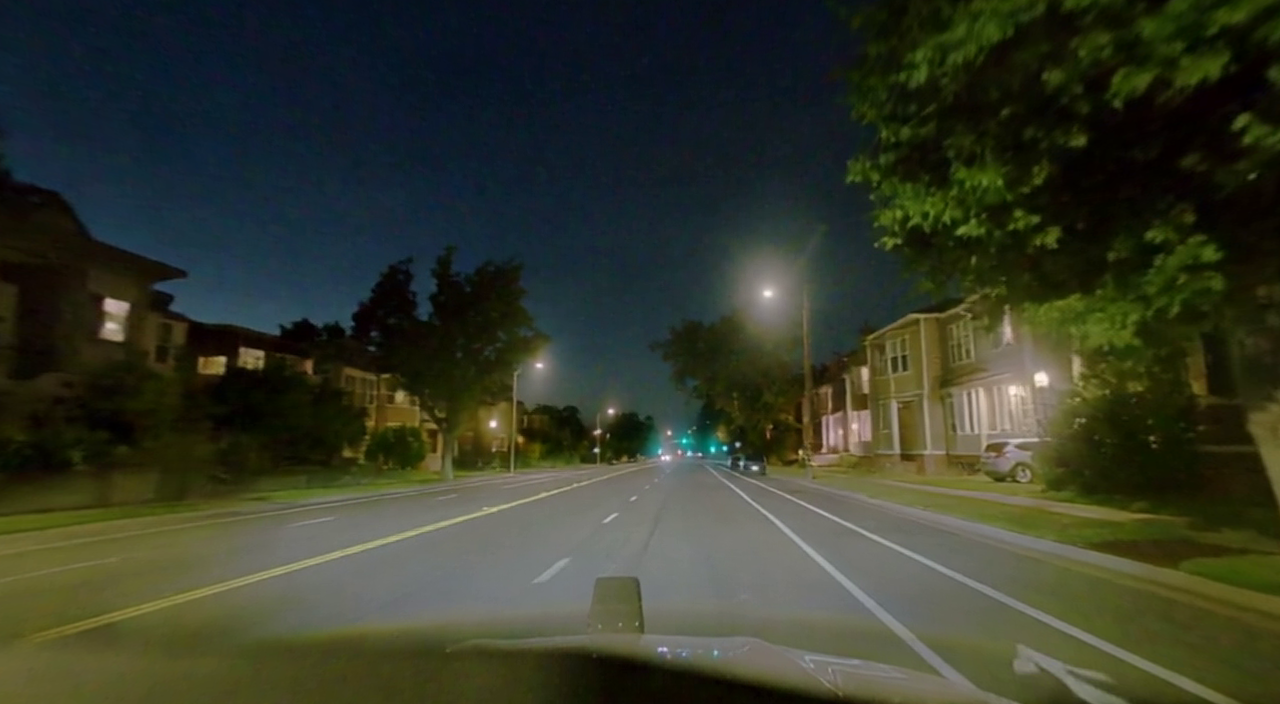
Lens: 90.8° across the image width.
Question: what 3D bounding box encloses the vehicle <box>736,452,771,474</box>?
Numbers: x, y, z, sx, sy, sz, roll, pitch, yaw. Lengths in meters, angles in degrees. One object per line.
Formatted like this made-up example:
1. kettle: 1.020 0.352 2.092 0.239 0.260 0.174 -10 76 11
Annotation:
1. vehicle: 8.391 8.265 47.076 1.971 1.558 4.895 0 -10 4

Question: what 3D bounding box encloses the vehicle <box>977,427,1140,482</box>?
1. vehicle: 15.805 3.873 24.071 4.682 1.956 2.001 -1 -7 3
